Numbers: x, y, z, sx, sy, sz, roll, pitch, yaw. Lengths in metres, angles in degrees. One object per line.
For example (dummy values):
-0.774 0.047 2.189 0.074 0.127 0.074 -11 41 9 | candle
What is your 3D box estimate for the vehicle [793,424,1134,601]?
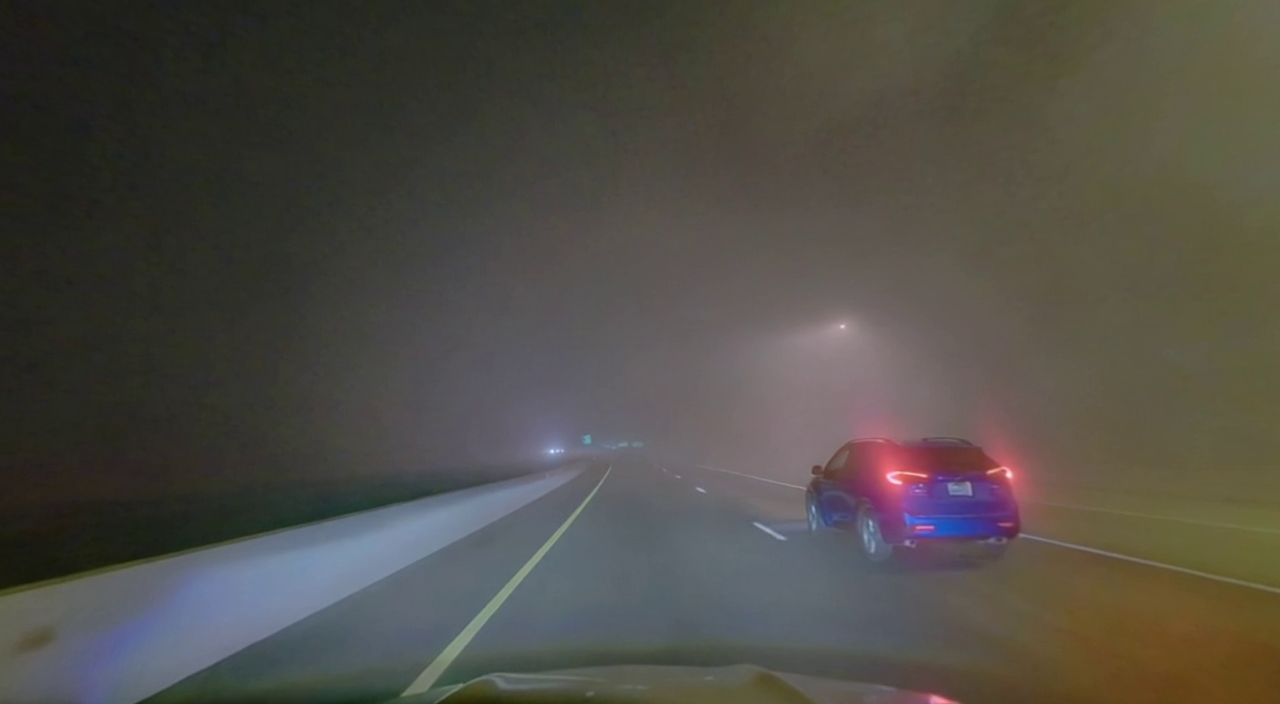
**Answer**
3.527 1.820 7.995 2.002 1.604 4.265 0 -9 -1 | vehicle
